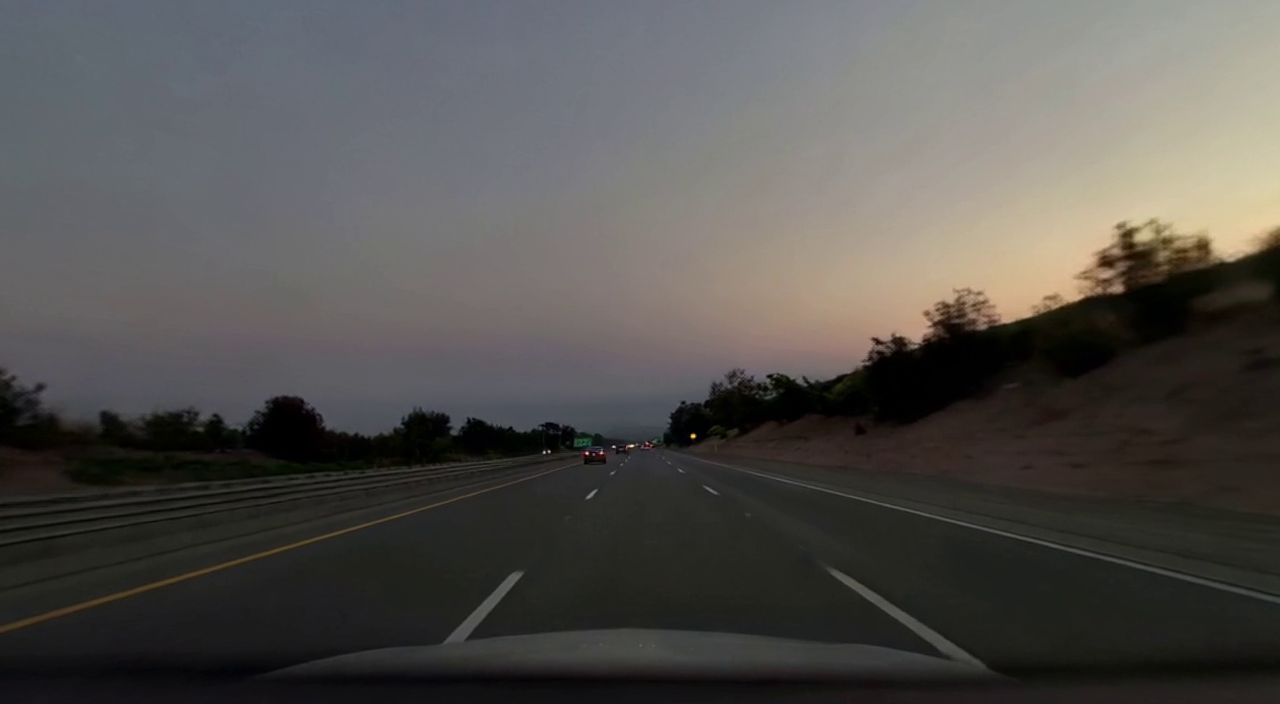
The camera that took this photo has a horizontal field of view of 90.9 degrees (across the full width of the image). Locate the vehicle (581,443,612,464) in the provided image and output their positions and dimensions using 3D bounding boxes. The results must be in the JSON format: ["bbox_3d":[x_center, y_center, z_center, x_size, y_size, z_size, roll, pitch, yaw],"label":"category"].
[{"bbox_3d":[-3.174,7.530,46.893,1.991,1.475,4.302,0,-8,1],"label":"vehicle"}]
